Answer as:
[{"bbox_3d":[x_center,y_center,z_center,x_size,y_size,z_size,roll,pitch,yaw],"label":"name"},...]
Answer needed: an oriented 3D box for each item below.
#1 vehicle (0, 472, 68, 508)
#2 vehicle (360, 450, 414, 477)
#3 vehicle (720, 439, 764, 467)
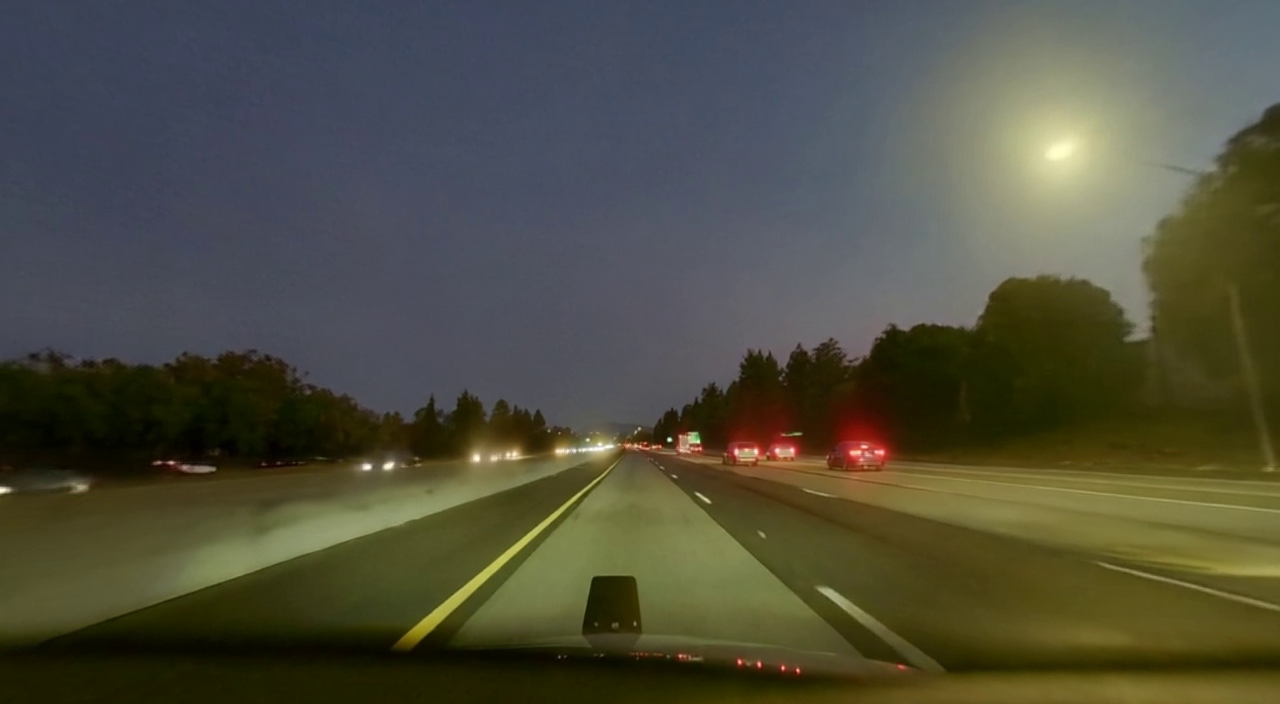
[{"bbox_3d":[-30.417,6.588,30.169,1.871,1.474,4.603,0,-9,-1],"label":"vehicle"},{"bbox_3d":[-18.413,8.117,46.244,2.032,1.757,4.656,0,-9,0],"label":"vehicle"},{"bbox_3d":[6.612,6.580,41.374,2.030,1.706,4.279,0,-9,-1],"label":"vehicle"}]
